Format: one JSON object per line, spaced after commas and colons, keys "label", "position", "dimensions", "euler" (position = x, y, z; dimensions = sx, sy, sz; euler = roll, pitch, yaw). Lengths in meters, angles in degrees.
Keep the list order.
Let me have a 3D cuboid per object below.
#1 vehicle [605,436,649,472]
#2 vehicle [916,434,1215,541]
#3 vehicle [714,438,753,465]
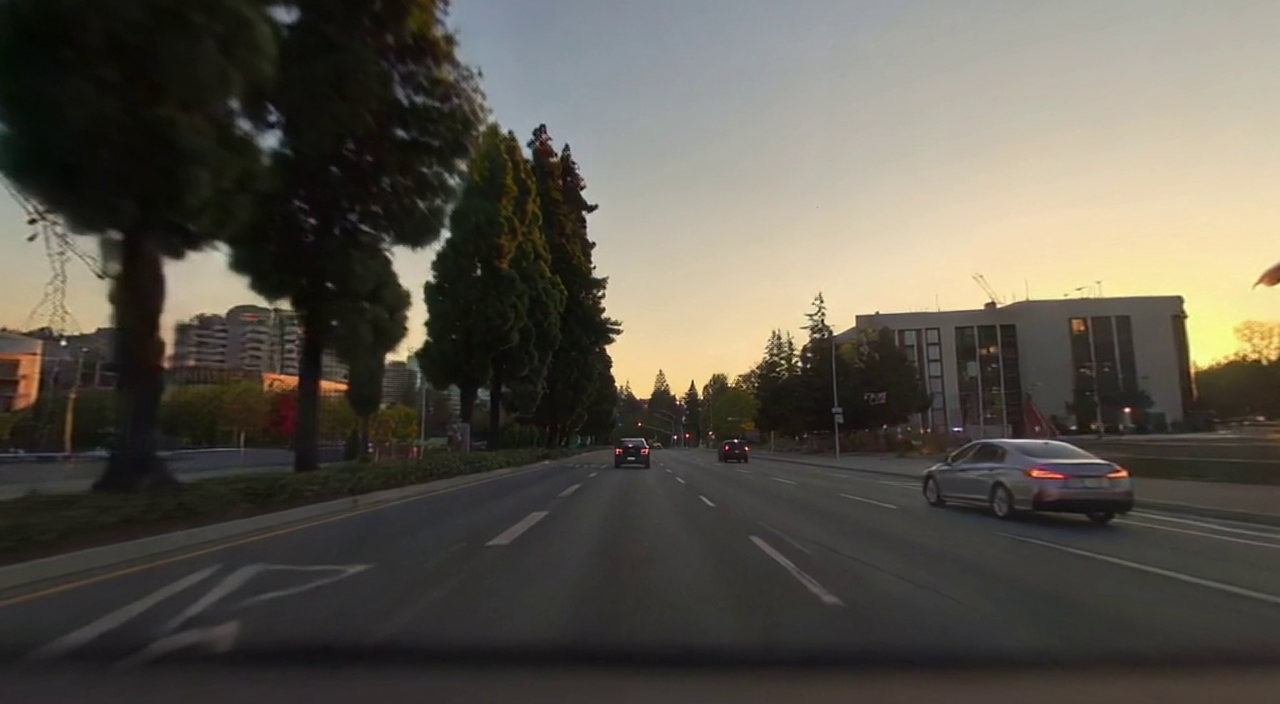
{"label": "vehicle", "position": [-0.651, 5.414, 33.793], "dimensions": [2.193, 1.794, 4.457], "euler": [0, -8, 0]}
{"label": "vehicle", "position": [6.968, 2.235, 11.134], "dimensions": [2.139, 1.471, 4.393], "euler": [0, -8, -1]}
{"label": "vehicle", "position": [6.695, 7.183, 45.827], "dimensions": [2.026, 1.804, 4.565], "euler": [0, -8, -1]}
